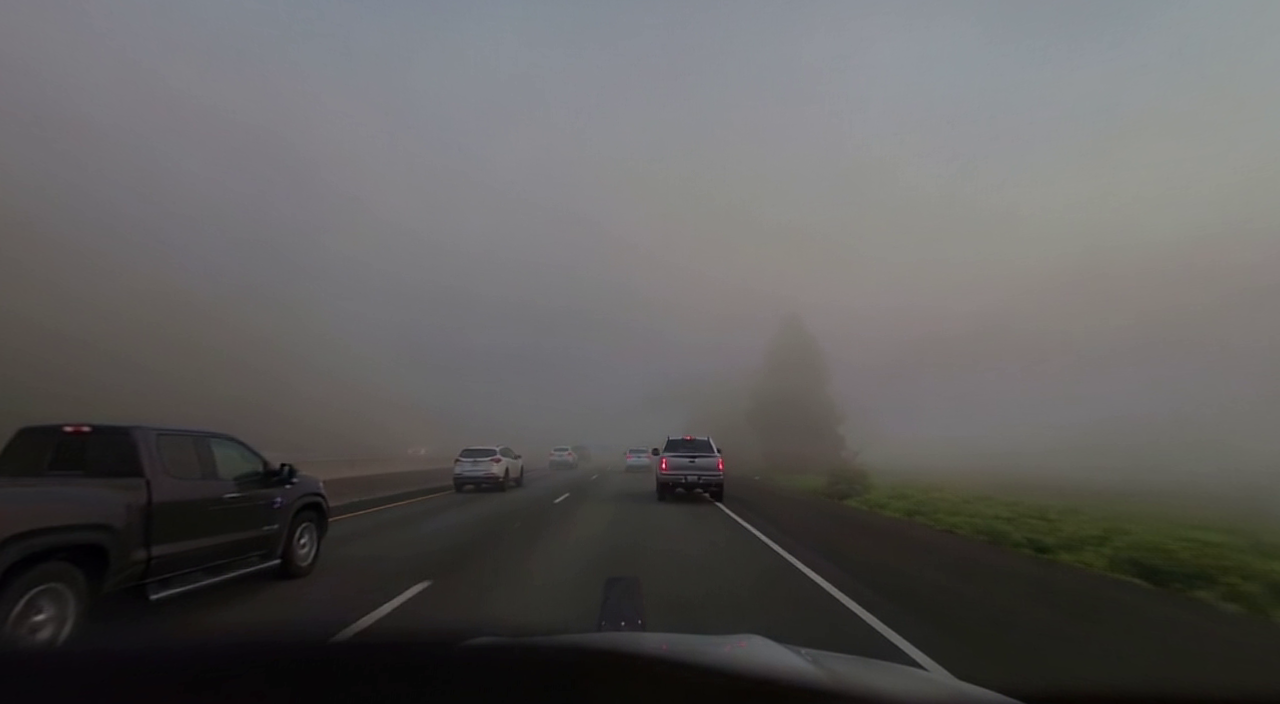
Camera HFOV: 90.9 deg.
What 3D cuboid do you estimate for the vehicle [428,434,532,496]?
[{"bbox_3d":[-4.646,3.344,19.015,1.934,1.642,4.201,0,-9,2],"label":"vehicle"}]

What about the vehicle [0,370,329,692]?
[{"bbox_3d":[-4.300,1.118,4.521,2.034,1.642,3.969,0,-9,1],"label":"vehicle"}]

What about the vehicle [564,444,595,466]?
[{"bbox_3d":[-4.513,7.745,47.471,1.855,1.527,4.209,0,-9,0],"label":"vehicle"}]

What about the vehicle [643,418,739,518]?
[{"bbox_3d":[0.996,2.558,14.311,1.825,1.920,3.960,0,-9,0],"label":"vehicle"}]

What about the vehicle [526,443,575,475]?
[{"bbox_3d":[-4.440,5.394,31.924,1.867,1.489,3.829,0,-9,1],"label":"vehicle"}]
